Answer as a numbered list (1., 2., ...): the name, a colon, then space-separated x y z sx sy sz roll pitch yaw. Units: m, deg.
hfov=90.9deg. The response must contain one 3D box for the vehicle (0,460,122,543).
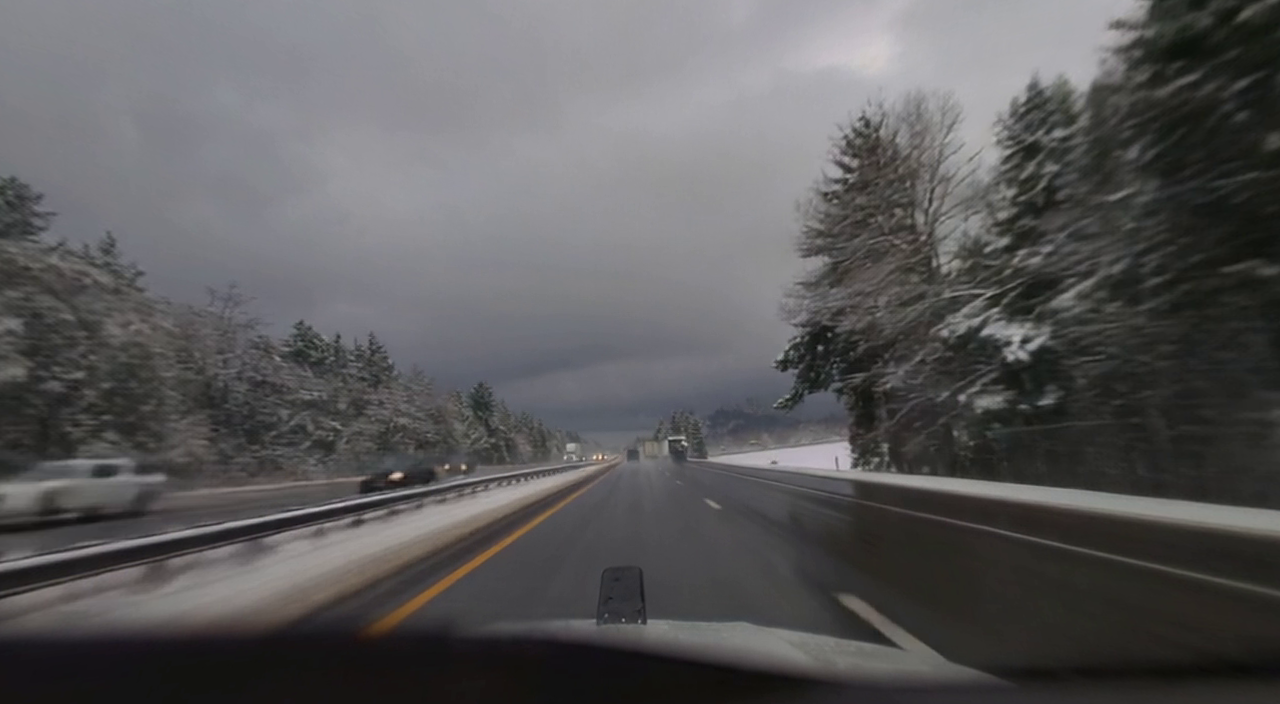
1. vehicle: -13.006 2.879 12.183 1.988 1.501 4.676 0 -9 0

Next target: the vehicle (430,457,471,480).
1. vehicle: -13.312 8.148 44.405 1.720 1.497 3.857 0 -9 0

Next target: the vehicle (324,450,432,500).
1. vehicle: -9.264 4.358 22.756 1.949 1.626 4.479 0 -9 0
